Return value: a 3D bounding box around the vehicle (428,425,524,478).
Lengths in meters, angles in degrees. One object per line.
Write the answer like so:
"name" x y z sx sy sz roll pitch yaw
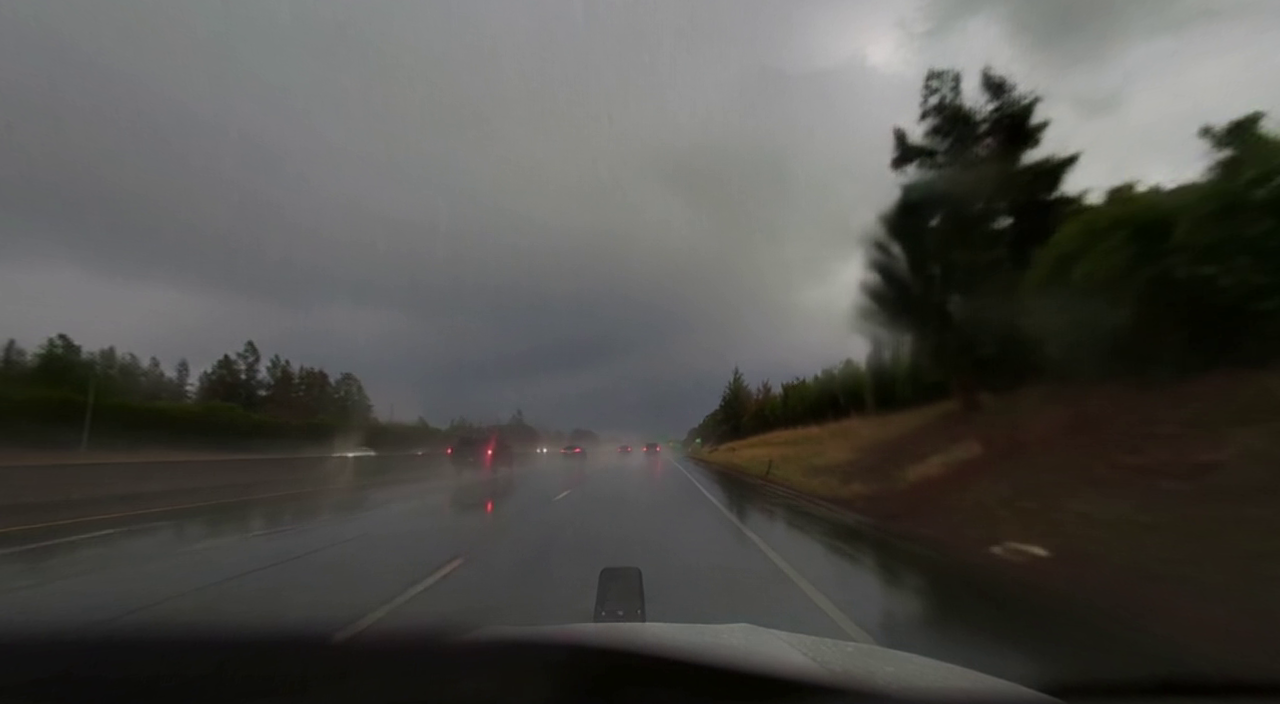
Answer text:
"vehicle" -6.658 4.143 26.381 2.438 1.967 5.596 0 -8 1

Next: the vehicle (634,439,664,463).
"vehicle" 0.693 7.416 47.222 2.141 1.706 4.065 0 -8 1
